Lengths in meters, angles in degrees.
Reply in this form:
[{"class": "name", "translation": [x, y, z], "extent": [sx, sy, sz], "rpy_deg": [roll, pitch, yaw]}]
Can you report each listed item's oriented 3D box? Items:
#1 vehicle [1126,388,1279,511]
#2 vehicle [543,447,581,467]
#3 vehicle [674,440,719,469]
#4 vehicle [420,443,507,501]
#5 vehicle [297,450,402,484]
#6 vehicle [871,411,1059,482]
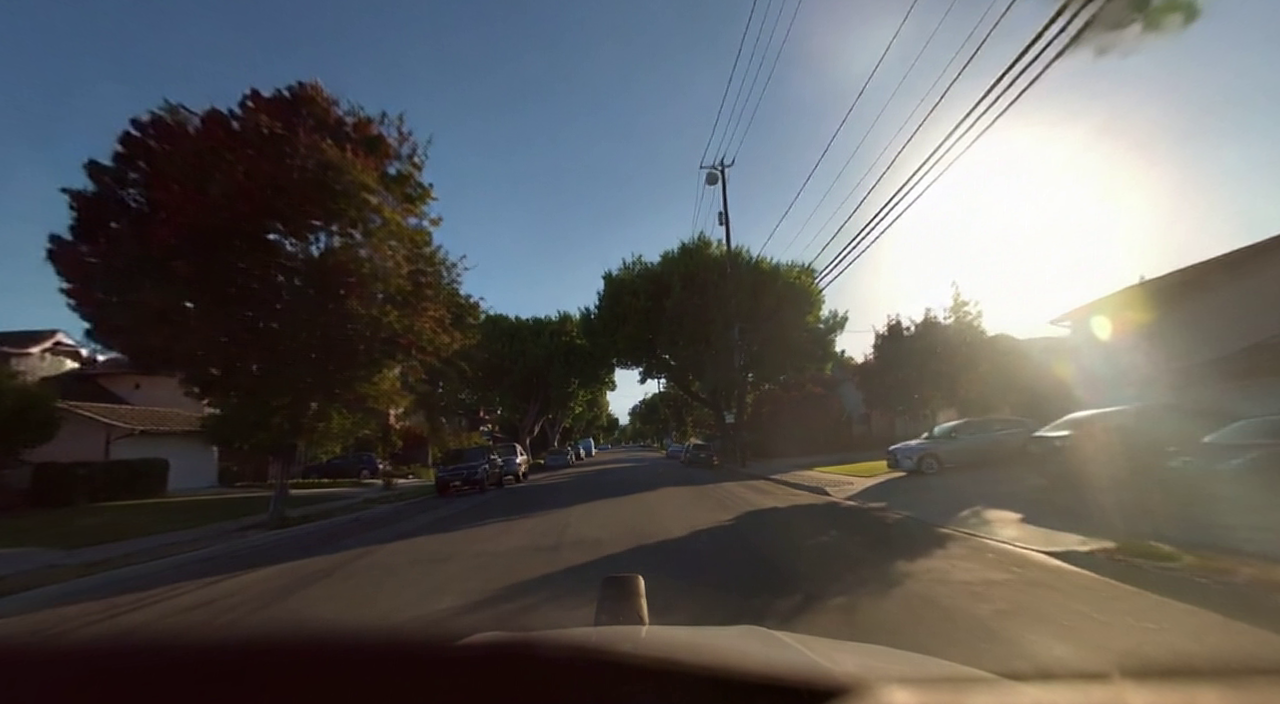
[{"class": "vehicle", "translation": [11.116, 1.535, 10.125], "extent": [4.782, 1.748, 2.106], "rpy_deg": [-1, -9, 2]}, {"class": "vehicle", "translation": [-6.043, 8.206, 49.281], "extent": [2.199, 1.439, 4.757], "rpy_deg": [0, -9, 2]}, {"class": "vehicle", "translation": [3.442, 6.312, 39.296], "extent": [2.247, 1.618, 4.655], "rpy_deg": [1, -8, -1]}, {"class": "vehicle", "translation": [-6.206, 4.206, 22.655], "extent": [2.035, 1.736, 3.955], "rpy_deg": [-3, -8, -1]}, {"class": "vehicle", "translation": [-16.083, 6.390, 35.174], "extent": [4.706, 1.681, 2.389], "rpy_deg": [-2, -8, 5]}, {"class": "vehicle", "translation": [9.850, 2.859, 19.408], "extent": [4.559, 1.843, 2.081], "rpy_deg": [-2, -7, -4]}]
